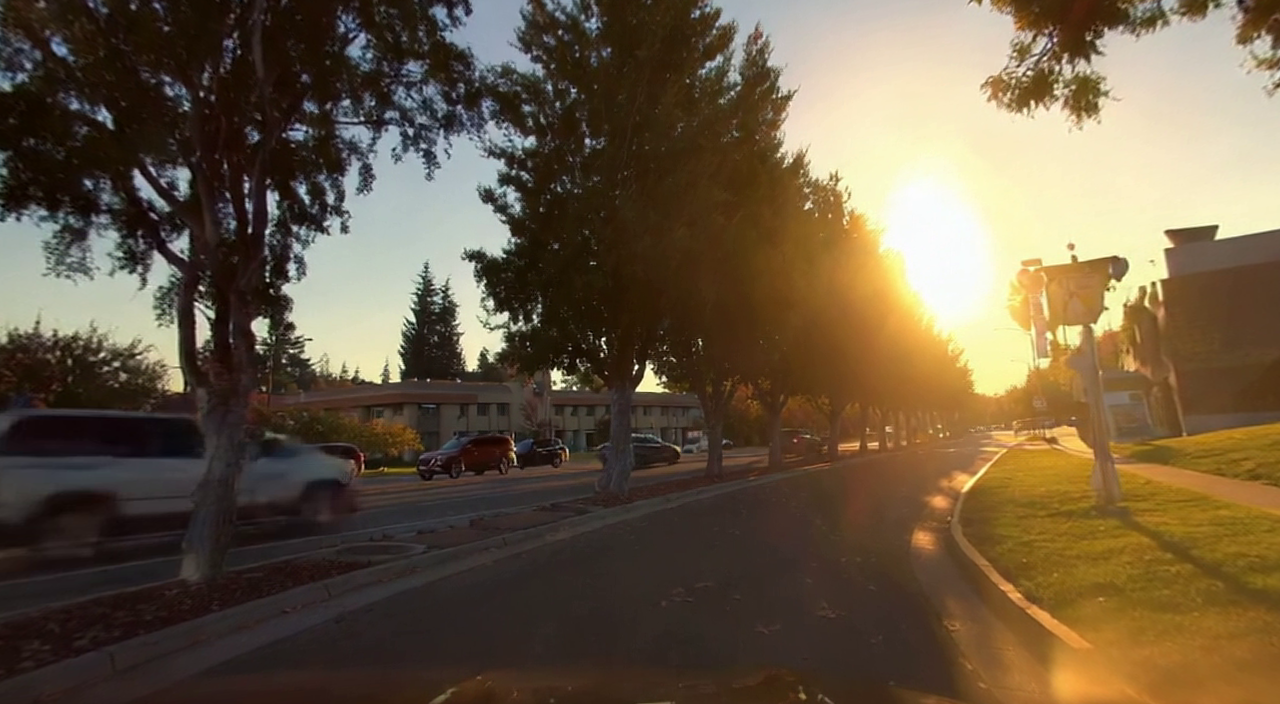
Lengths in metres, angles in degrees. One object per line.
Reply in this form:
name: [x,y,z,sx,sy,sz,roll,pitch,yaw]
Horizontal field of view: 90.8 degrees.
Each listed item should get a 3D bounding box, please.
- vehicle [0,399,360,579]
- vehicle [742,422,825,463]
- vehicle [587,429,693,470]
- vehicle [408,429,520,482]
vehicle: [-6.830,1.719,8.796,4.748,1.936,2.517,5,-10,-45]
vehicle: [7.478,4.621,32.496,1.954,1.639,5.229,-9,-8,38]
vehicle: [0.104,4.399,28.593,2.183,1.651,4.928,-8,-11,38]
vehicle: [-8.633,5.042,31.393,2.134,1.924,4.911,-6,-4,41]
